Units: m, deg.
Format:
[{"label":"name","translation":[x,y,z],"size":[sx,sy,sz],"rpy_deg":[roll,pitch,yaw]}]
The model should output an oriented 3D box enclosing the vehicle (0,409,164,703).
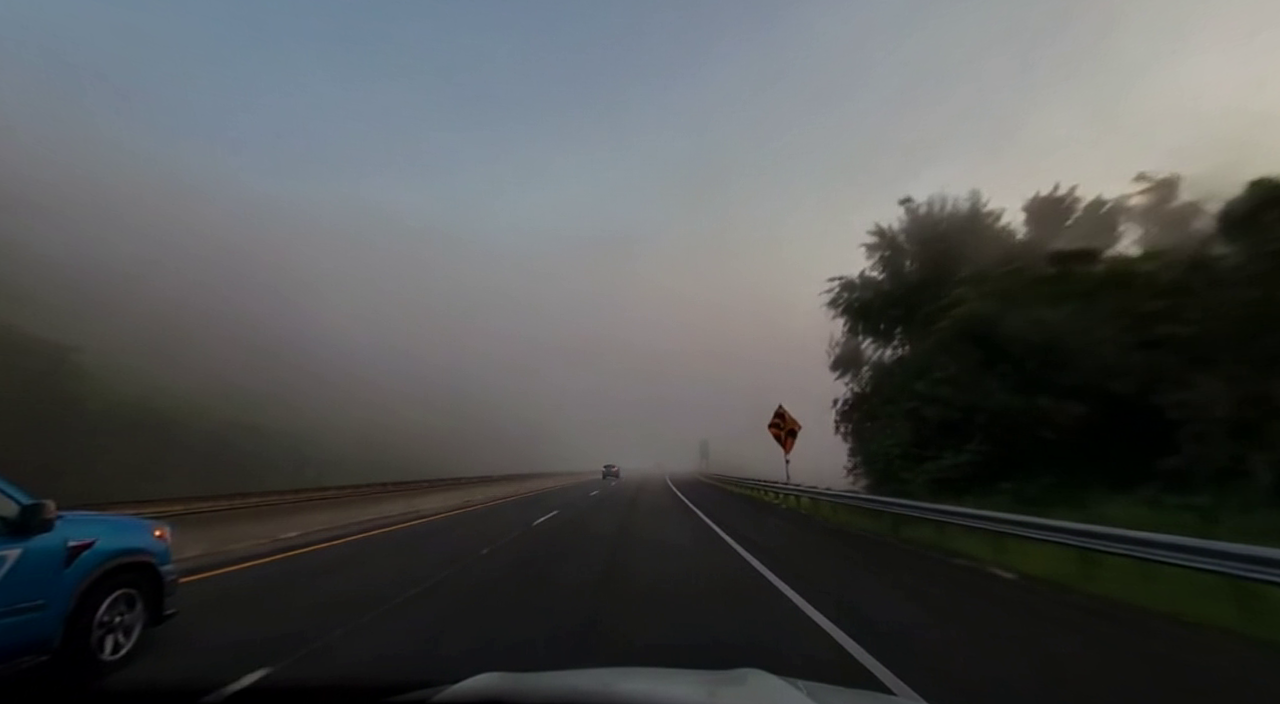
[{"label":"vehicle","translation":[-4.069,0.726,1.367],"size":[2.135,1.506,5.041],"rpy_deg":[1,-10,0]}]
